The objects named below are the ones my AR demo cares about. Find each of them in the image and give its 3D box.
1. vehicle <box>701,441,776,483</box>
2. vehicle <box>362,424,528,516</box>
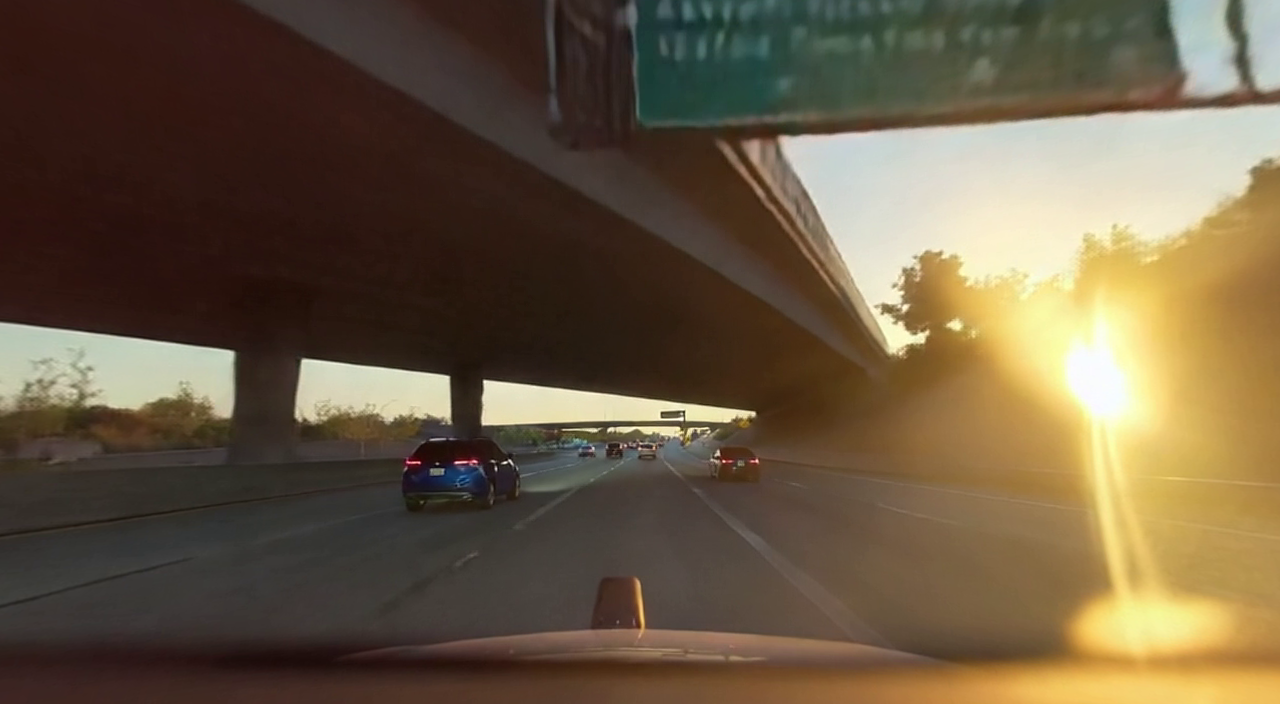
[{"bbox_3d":[3.619,4.117,24.042,2.083,1.453,4.307,0,-8,-1],"label":"vehicle"},{"bbox_3d":[-3.915,2.447,13.582,2.193,1.641,4.077,0,-8,1],"label":"vehicle"}]
